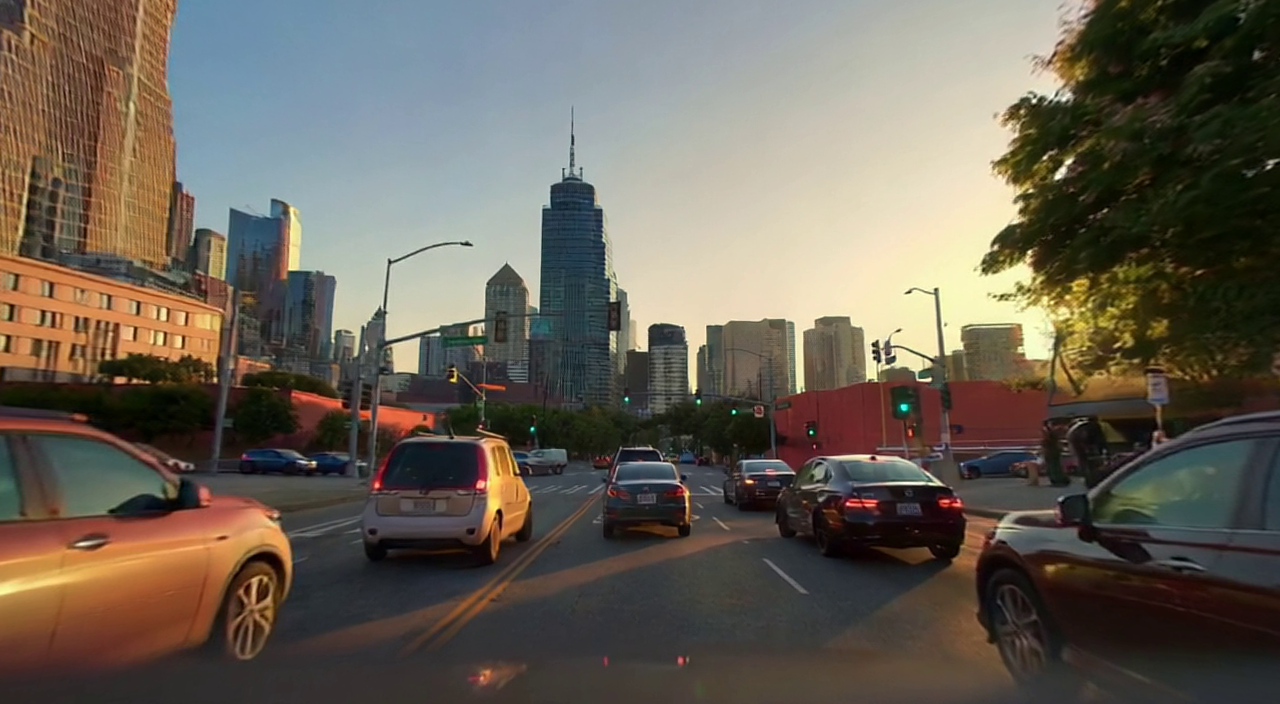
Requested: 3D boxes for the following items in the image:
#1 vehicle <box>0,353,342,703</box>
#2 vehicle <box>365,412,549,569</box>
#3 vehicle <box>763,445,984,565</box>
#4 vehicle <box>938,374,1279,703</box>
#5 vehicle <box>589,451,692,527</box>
[{"bbox_3d":[-3.391,0.969,2.837,2.046,1.744,4.407,0,-9,-2],"label":"vehicle"},{"bbox_3d":[-2.675,2.093,10.191,1.683,2.039,3.703,0,-9,3],"label":"vehicle"},{"bbox_3d":[3.501,2.349,10.560,1.973,1.537,4.533,0,-9,0],"label":"vehicle"},{"bbox_3d":[3.296,0.948,2.487,2.179,1.631,4.173,0,-9,0],"label":"vehicle"},{"bbox_3d":[0.010,2.996,14.360,2.031,1.461,3.763,0,-9,0],"label":"vehicle"}]
